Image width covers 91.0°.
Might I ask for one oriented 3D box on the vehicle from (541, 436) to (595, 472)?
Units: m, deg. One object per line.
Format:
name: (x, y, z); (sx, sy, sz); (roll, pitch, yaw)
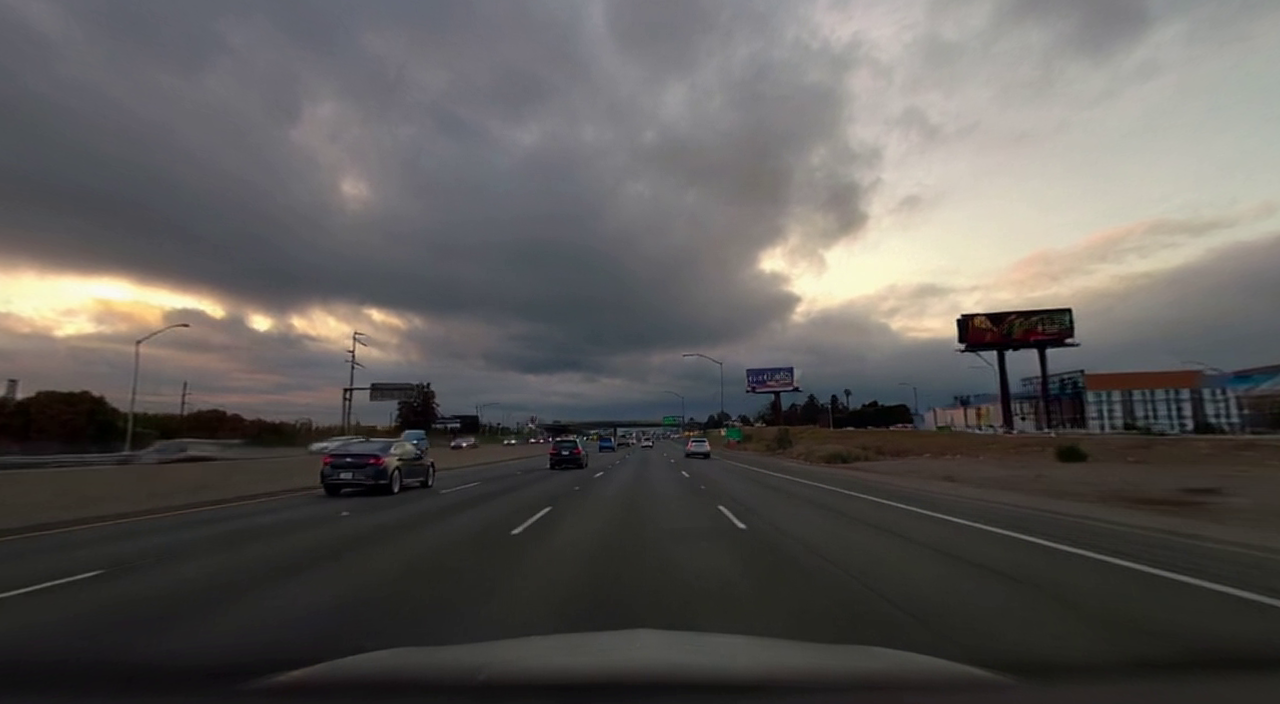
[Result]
vehicle: (-3.341, 4.856, 30.114); (2.001, 1.577, 4.055); (0, -9, 1)

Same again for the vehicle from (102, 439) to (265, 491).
vehicle: (-15.445, 3.832, 21.729); (1.928, 1.549, 4.799); (0, -9, 2)

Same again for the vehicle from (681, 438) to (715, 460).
vehicle: (4.254, 7.252, 46.903); (2.135, 1.532, 4.506); (0, -9, 0)

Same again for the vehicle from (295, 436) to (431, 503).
vehicle: (-7.058, 3.017, 16.514); (1.865, 1.518, 3.620); (0, -9, 1)
